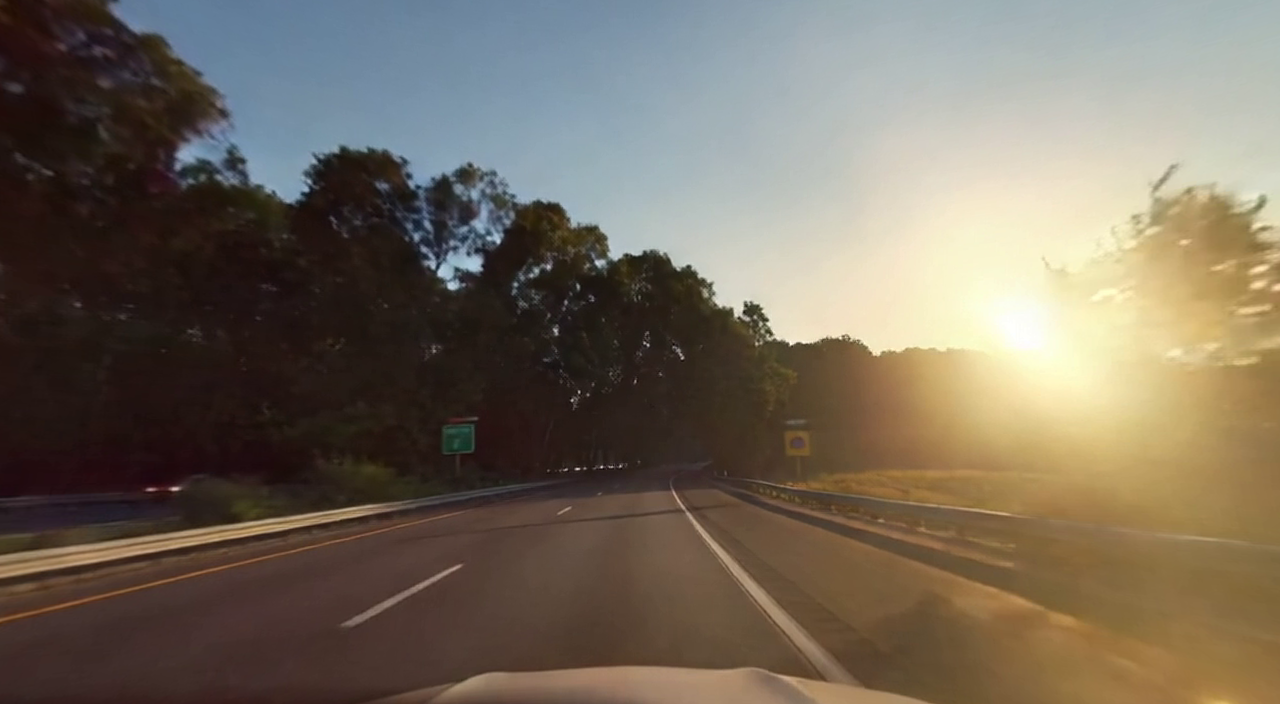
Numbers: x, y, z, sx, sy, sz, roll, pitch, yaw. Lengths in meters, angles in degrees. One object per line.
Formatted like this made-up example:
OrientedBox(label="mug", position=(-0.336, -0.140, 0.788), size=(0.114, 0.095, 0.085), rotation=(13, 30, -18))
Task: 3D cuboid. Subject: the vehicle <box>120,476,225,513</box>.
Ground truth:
OrientedBox(label="vehicle", position=(-20.962, 6.386, 28.359), size=(1.694, 1.432, 3.833), rotation=(1, -11, 1))
